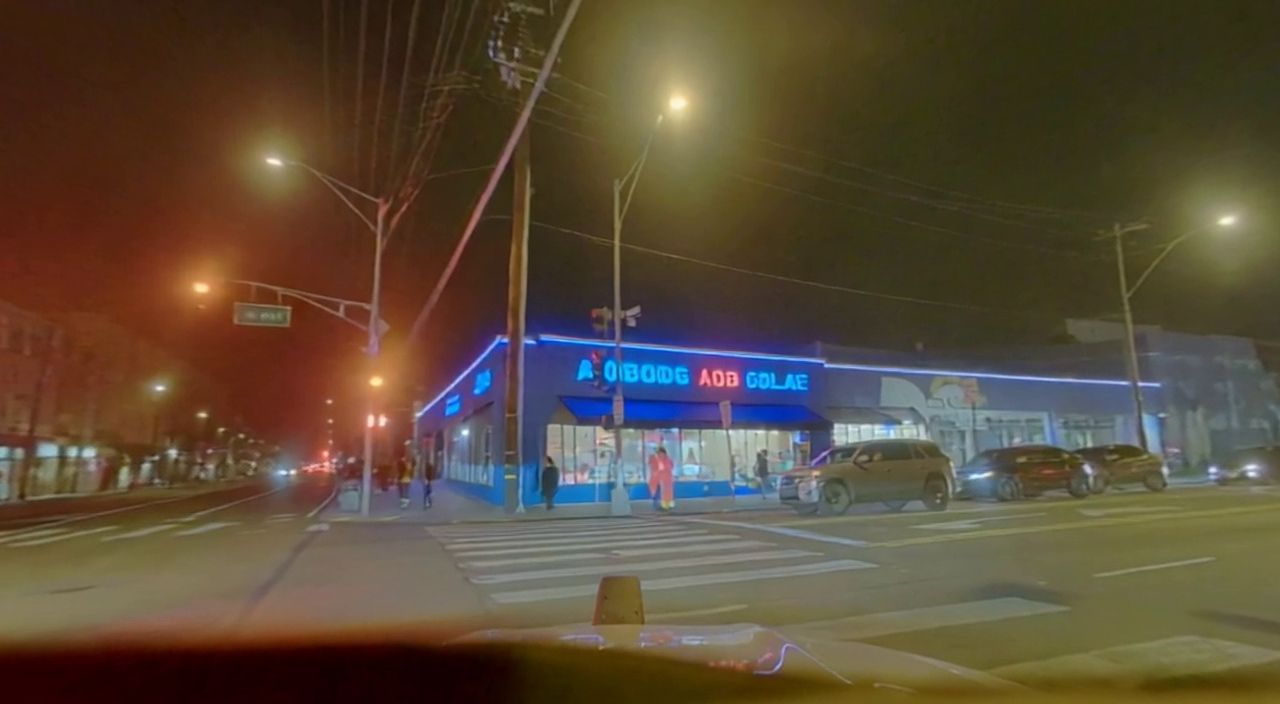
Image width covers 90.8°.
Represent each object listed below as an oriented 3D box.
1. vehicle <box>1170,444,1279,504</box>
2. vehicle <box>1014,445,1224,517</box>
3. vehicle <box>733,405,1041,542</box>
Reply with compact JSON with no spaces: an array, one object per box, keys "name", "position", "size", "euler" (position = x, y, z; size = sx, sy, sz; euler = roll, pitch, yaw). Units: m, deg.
[{"name":"vehicle","position":[17.775,3.422,18.143],"size":[4.619,1.511,2.010],"euler":[4,-9,-25]},{"name":"vehicle","position":[11.367,2.942,14.966],"size":[4.672,1.459,1.938],"euler":[4,-9,-26]},{"name":"vehicle","position":[4.451,2.085,11.425],"size":[4.970,1.972,2.372],"euler":[4,-10,-27]}]
